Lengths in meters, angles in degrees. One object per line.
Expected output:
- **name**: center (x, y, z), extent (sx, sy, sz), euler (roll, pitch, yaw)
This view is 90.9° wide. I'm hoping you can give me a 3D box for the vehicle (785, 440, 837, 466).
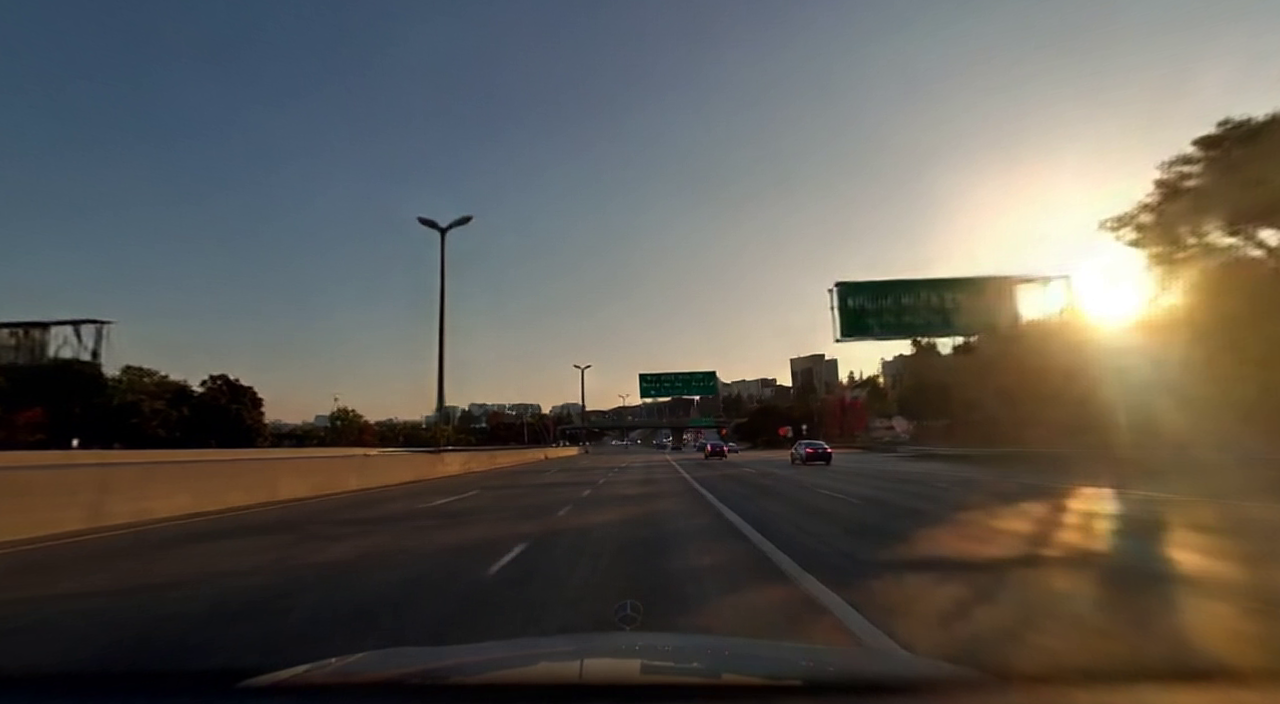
- **vehicle**: center (10.711, 6.363, 39.886), extent (2.000, 1.514, 4.585), euler (0, -9, 0)
